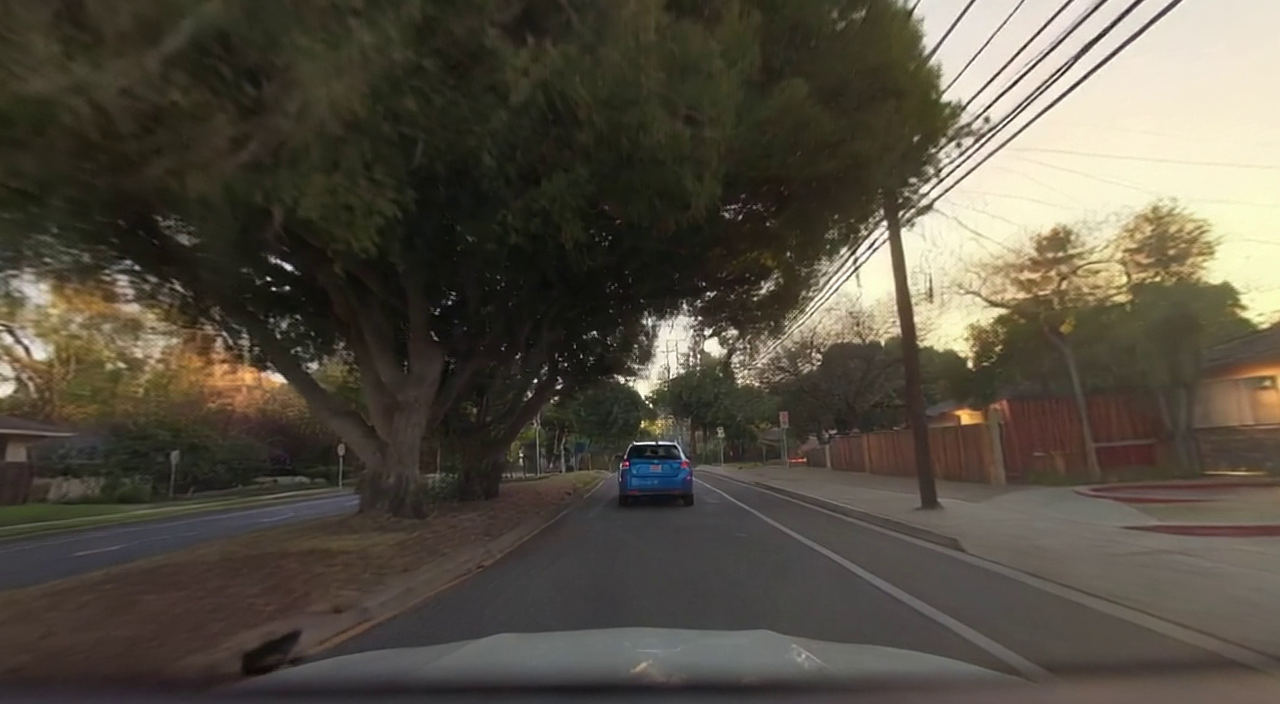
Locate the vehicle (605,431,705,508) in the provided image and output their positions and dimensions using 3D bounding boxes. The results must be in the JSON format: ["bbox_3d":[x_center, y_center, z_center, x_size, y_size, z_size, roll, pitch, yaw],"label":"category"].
[{"bbox_3d":[0.355,2.901,16.007,2.200,1.653,4.127,0,-8,1],"label":"vehicle"}]
